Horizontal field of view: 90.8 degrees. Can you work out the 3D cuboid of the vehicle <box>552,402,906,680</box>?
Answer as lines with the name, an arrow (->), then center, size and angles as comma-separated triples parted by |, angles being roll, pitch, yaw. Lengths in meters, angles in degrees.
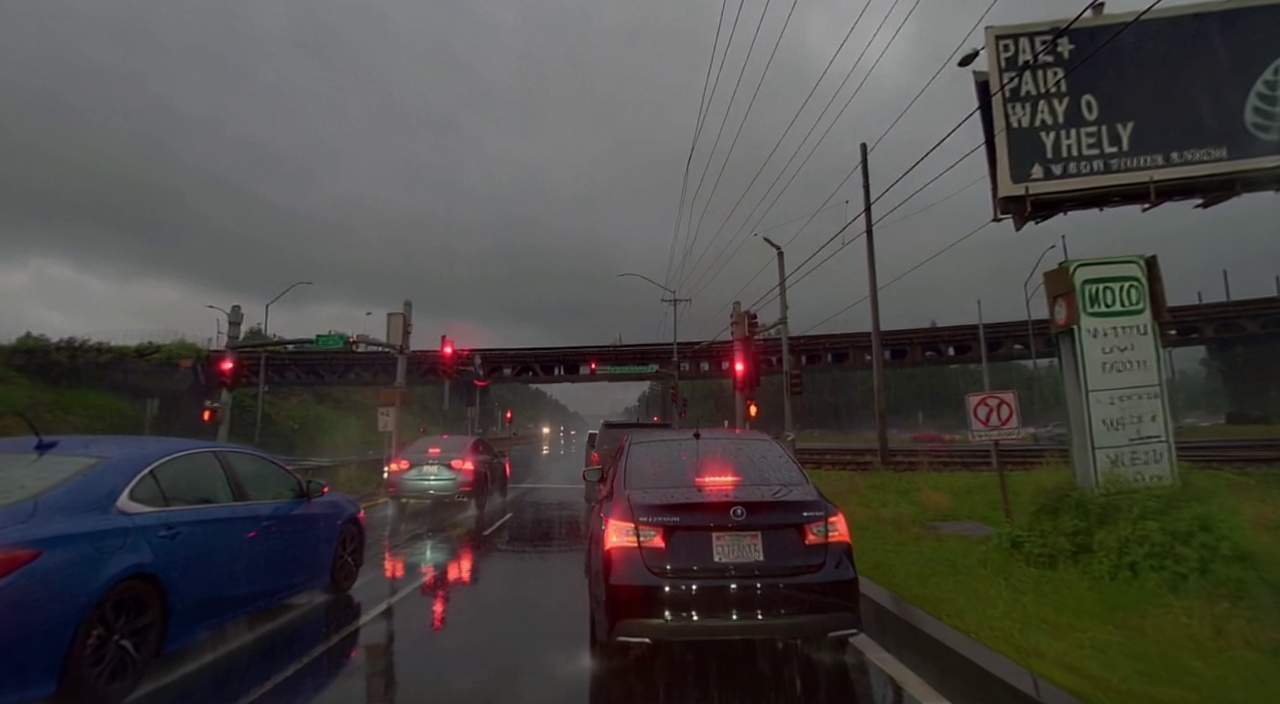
vehicle -> 0.392, 1.352, 5.601 | 1.998, 1.529, 3.960 | 1, -9, -4

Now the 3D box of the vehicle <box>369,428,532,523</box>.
vehicle -> -3.405, 2.301, 12.252 | 1.984, 1.505, 4.047 | 0, -9, -2

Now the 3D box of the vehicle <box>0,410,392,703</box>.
vehicle -> -3.710, 1.284, 4.638 | 1.956, 1.468, 4.585 | 0, -9, -1

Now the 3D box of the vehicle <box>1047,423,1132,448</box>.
vehicle -> 33.044, 6.151, 46.541 | 4.544, 1.762, 2.272 | 1, -9, -2
